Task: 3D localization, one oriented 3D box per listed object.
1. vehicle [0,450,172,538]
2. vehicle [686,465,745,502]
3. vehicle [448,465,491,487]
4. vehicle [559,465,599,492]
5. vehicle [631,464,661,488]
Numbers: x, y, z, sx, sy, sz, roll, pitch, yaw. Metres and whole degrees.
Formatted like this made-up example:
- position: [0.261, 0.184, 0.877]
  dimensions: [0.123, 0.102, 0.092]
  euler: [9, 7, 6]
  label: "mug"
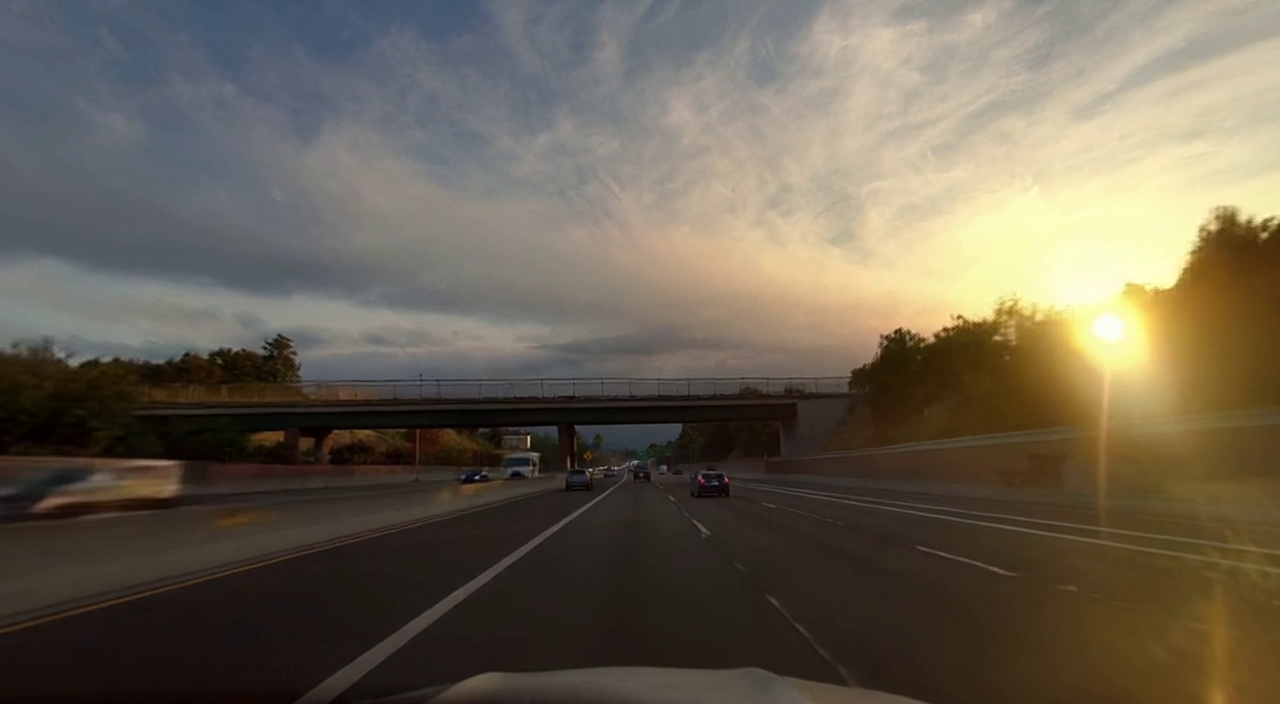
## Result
- position: [-13.275, 3.109, 14.139]
  dimensions: [1.934, 1.661, 4.526]
  euler: [1, -10, 0]
  label: "vehicle"
- position: [3.362, 6.001, 28.959]
  dimensions: [2.092, 1.518, 4.348]
  euler: [1, -10, -1]
  label: "vehicle"
- position: [-13.437, 9.803, 49.762]
  dimensions: [2.033, 1.615, 4.542]
  euler: [1, -10, 1]
  label: "vehicle"
- position: [-3.652, 7.672, 38.246]
  dimensions: [1.975, 1.486, 3.903]
  euler: [1, -10, 0]
  label: "vehicle"
- position: [0.431, 9.432, 48.043]
  dimensions: [2.181, 1.698, 4.056]
  euler: [1, -10, 0]
  label: "vehicle"
